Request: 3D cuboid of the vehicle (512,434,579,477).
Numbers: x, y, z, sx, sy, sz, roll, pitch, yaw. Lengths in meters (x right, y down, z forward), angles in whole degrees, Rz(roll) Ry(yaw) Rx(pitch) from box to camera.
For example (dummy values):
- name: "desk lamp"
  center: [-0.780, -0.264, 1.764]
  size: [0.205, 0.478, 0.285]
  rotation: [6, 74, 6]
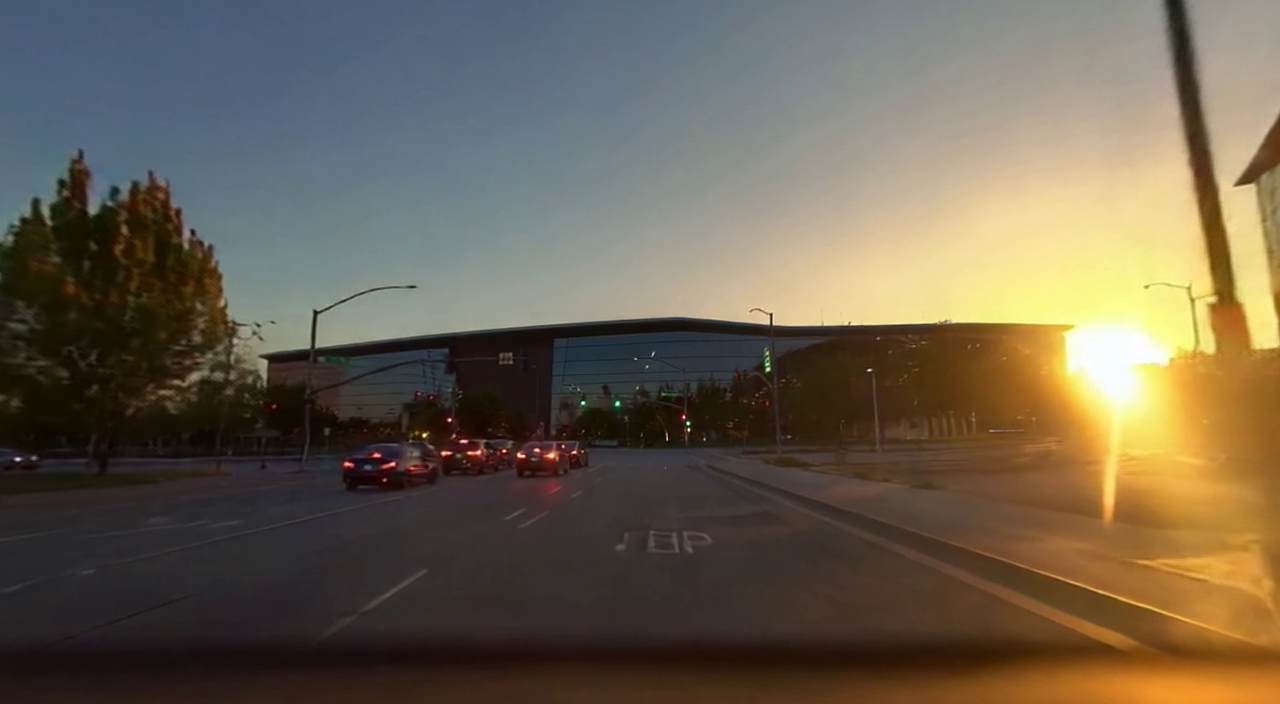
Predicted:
- name: "vehicle"
  center: [-3.822, 4.272, 26.194]
  size: [2.043, 1.636, 4.320]
  rotation: [0, -9, 1]

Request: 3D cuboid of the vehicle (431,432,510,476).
- name: "vehicle"
  center: [-7.685, 4.673, 28.988]
  size: [2.152, 1.813, 4.751]
  rotation: [0, -9, 2]

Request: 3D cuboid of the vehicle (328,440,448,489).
- name: "vehicle"
  center: [-8.134, 3.651, 20.790]
  size: [2.030, 1.440, 4.464]
  rotation: [0, -9, 2]
